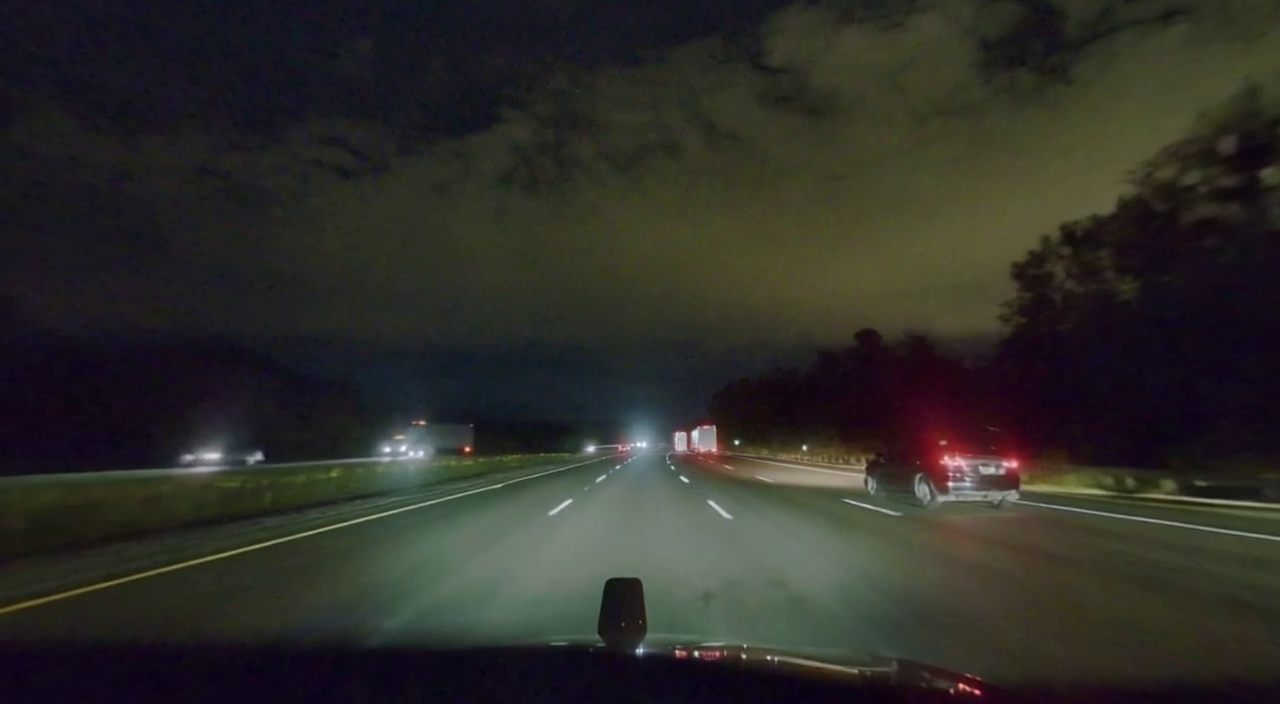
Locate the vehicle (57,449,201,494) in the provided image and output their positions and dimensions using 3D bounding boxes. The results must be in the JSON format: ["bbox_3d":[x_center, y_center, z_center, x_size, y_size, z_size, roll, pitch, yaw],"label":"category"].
[{"bbox_3d":[-20.400,4.751,25.495,1.852,1.597,4.638,-1,-8,1],"label":"vehicle"}]
